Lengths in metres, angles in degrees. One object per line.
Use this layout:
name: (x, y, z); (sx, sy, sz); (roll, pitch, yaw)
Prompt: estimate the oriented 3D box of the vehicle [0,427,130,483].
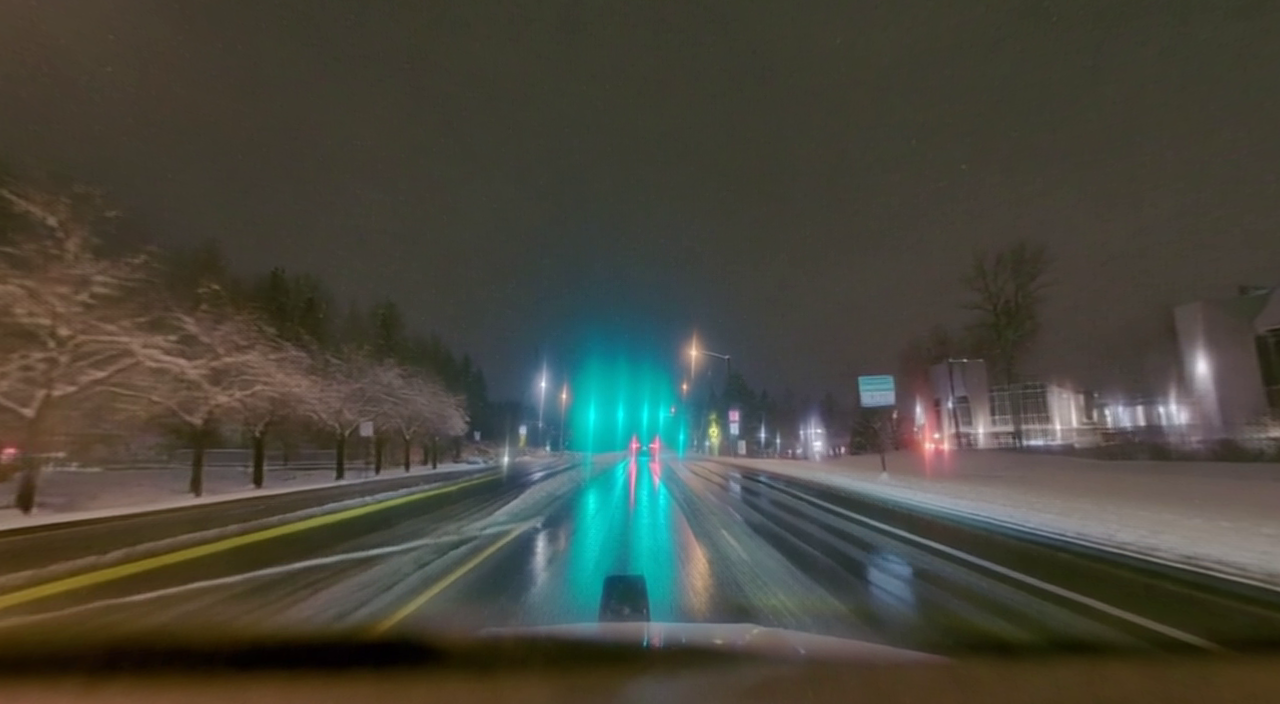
vehicle: (-38.397, 6.674, 41.055); (7.489, 3.516, 2.773); (0, -9, -3)
